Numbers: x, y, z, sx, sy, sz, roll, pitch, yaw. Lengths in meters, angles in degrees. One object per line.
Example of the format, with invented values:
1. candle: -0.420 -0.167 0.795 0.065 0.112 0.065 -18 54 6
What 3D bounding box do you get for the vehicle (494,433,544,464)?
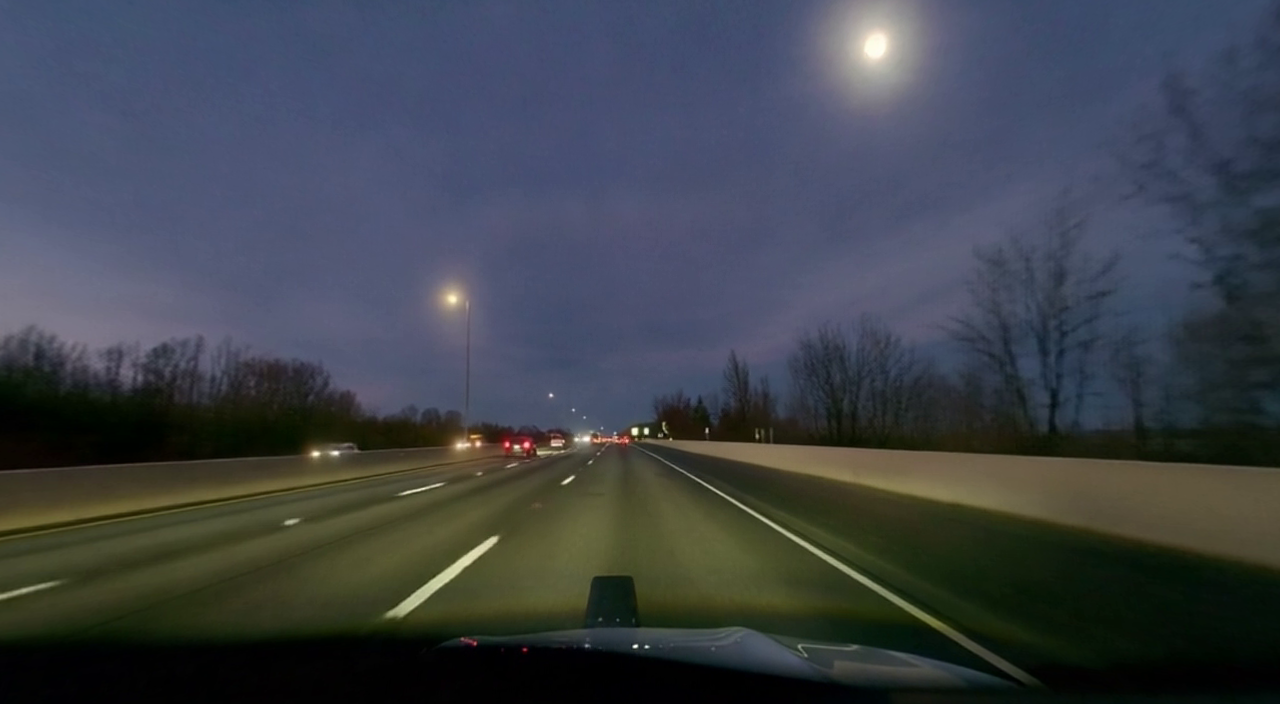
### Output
1. vehicle: -6.372 5.114 33.607 1.988 1.505 4.044 0 -8 -1
